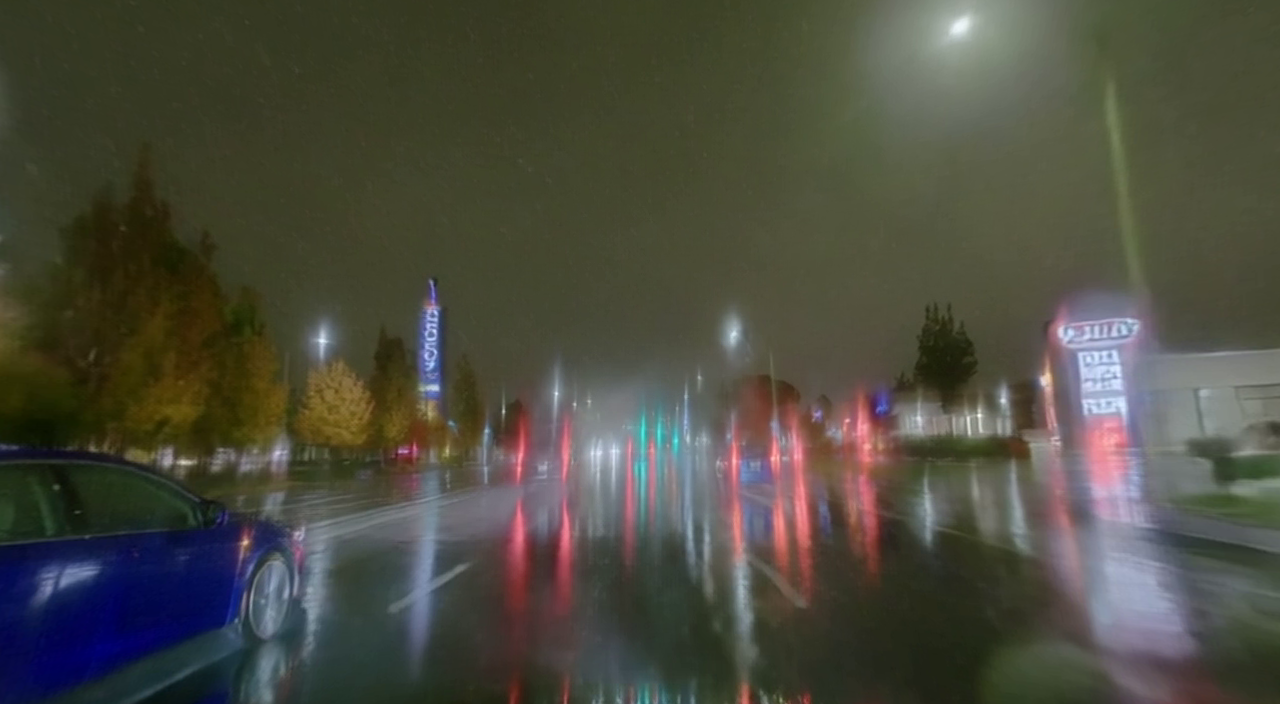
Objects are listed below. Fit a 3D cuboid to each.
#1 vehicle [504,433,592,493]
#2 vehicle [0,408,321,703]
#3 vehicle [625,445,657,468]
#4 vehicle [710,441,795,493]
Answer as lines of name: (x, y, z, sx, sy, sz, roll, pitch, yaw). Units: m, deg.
vehicle: (-2.953, 3.695, 21.336, 2.193, 1.788, 4.603, 0, -8, 1)
vehicle: (-3.221, 0.899, 1.943, 1.956, 1.460, 4.802, 0, -8, 0)
vehicle: (0.051, 7.042, 42.601, 2.069, 1.445, 3.965, 0, -8, 0)
vehicle: (3.479, 3.628, 20.299, 1.904, 1.490, 4.299, 0, -8, -1)
